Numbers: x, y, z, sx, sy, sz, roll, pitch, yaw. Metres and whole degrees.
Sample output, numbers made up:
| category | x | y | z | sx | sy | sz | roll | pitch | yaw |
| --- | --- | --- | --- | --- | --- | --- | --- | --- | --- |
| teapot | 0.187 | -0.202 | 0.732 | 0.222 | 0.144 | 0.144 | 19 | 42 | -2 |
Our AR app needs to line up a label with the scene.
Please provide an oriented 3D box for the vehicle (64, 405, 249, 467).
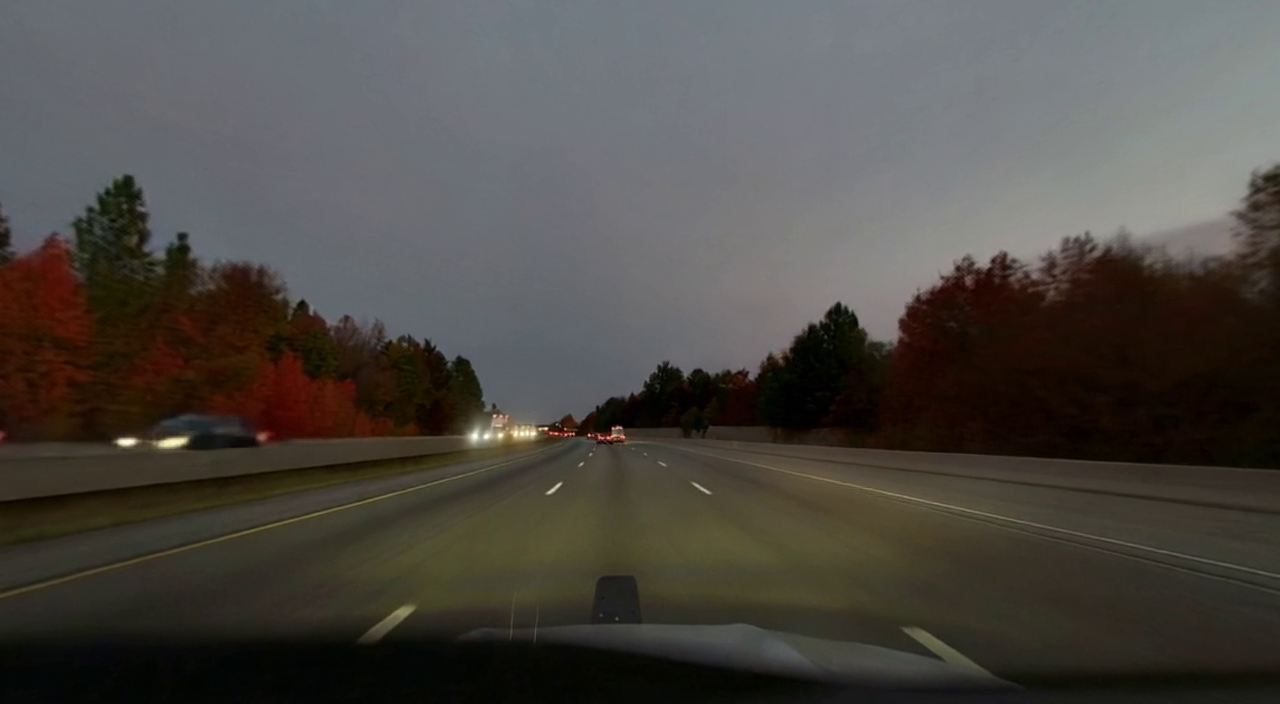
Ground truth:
| category | x | y | z | sx | sy | sz | roll | pitch | yaw |
| --- | --- | --- | --- | --- | --- | --- | --- | --- | --- |
| vehicle | -14.187 | 2.527 | 18.894 | 2.070 | 1.625 | 4.519 | 0 | -8 | -2 |
